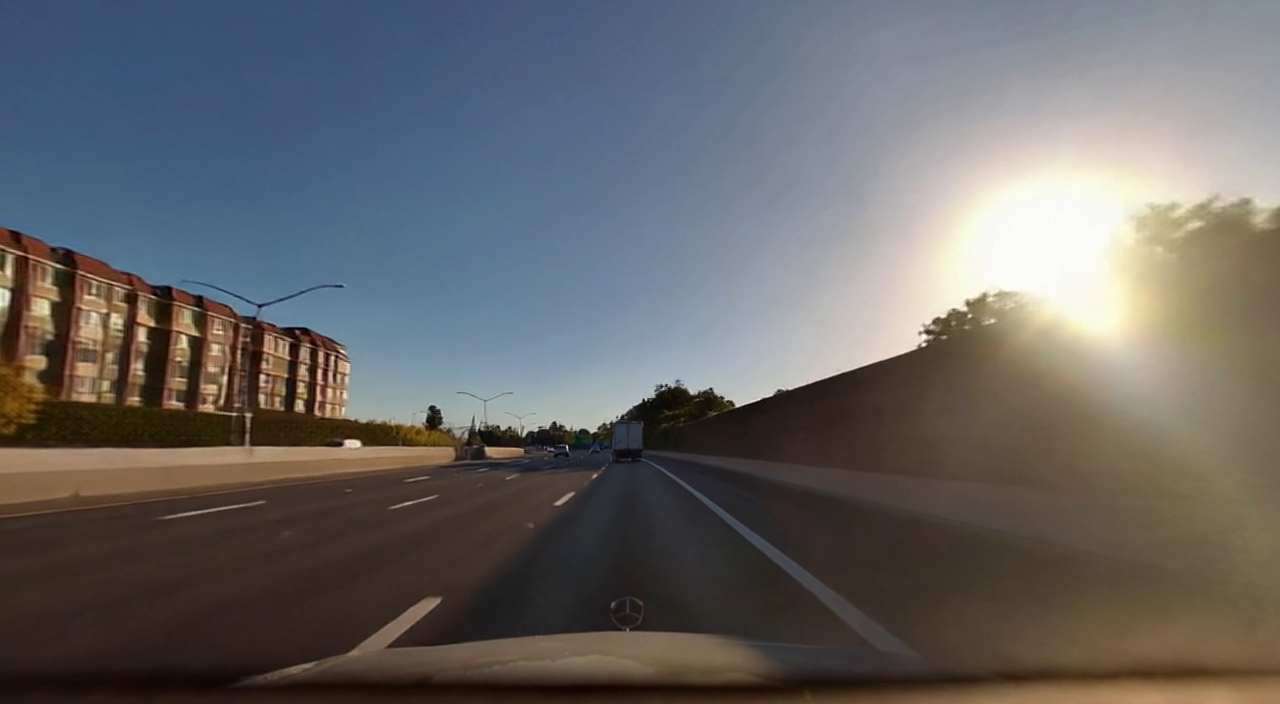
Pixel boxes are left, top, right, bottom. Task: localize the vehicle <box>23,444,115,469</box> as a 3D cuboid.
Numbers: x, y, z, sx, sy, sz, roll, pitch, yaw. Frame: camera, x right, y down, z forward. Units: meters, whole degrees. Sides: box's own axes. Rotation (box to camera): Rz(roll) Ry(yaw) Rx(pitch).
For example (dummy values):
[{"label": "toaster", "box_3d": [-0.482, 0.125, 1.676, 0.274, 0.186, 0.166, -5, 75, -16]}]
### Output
[{"label": "vehicle", "box_3d": [-36.833, 6.727, 40.833, 1.788, 1.473, 4.505, 0, -8, -1]}]
